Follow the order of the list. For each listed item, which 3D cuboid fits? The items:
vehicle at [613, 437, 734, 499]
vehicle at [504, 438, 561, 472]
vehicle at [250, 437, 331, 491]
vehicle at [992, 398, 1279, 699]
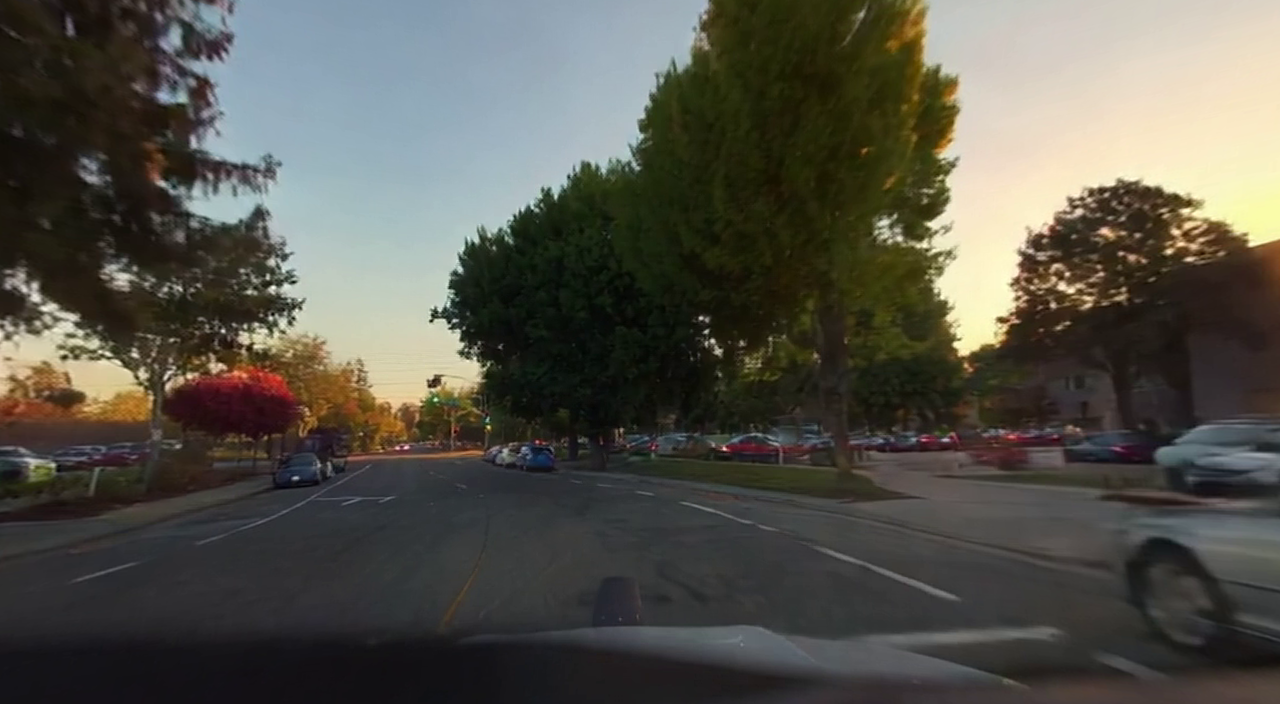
[{"bbox_3d":[0.774,3.210,18.131,1.884,1.508,4.713,3,-8,-17],"label":"vehicle"},{"bbox_3d":[-6.562,6.130,38.079,2.255,1.863,5.629,3,-9,-21],"label":"vehicle"},{"bbox_3d":[-14.043,4.542,25.691,2.171,1.838,5.344,1,-10,-22],"label":"vehicle"},{"bbox_3d":[4.287,0.997,3.210,2.066,1.509,4.579,1,-8,-5],"label":"vehicle"}]
